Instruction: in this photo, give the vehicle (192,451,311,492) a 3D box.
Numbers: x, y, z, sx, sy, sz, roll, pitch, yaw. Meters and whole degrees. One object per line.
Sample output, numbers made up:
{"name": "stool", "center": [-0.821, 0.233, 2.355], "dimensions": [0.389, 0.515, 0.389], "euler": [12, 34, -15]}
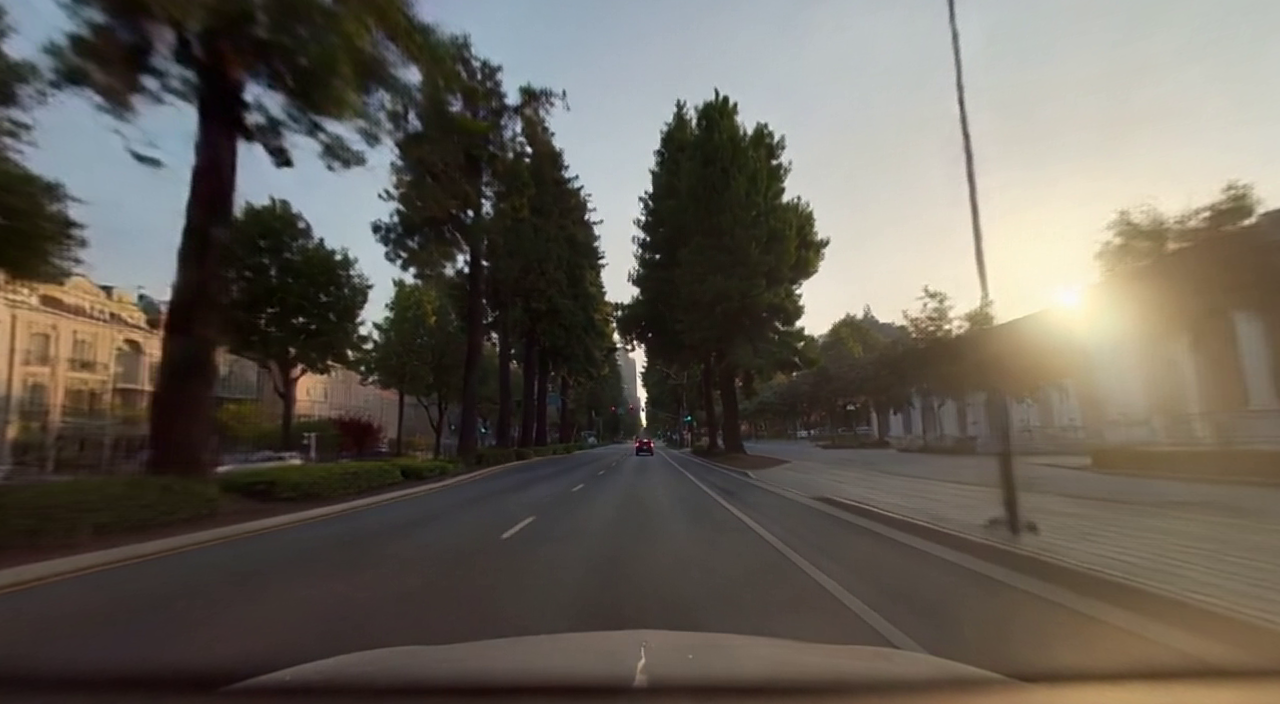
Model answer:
{"name": "vehicle", "center": [-16.117, 4.947, 26.521], "dimensions": [1.872, 1.490, 4.810], "euler": [0, -9, 1]}
